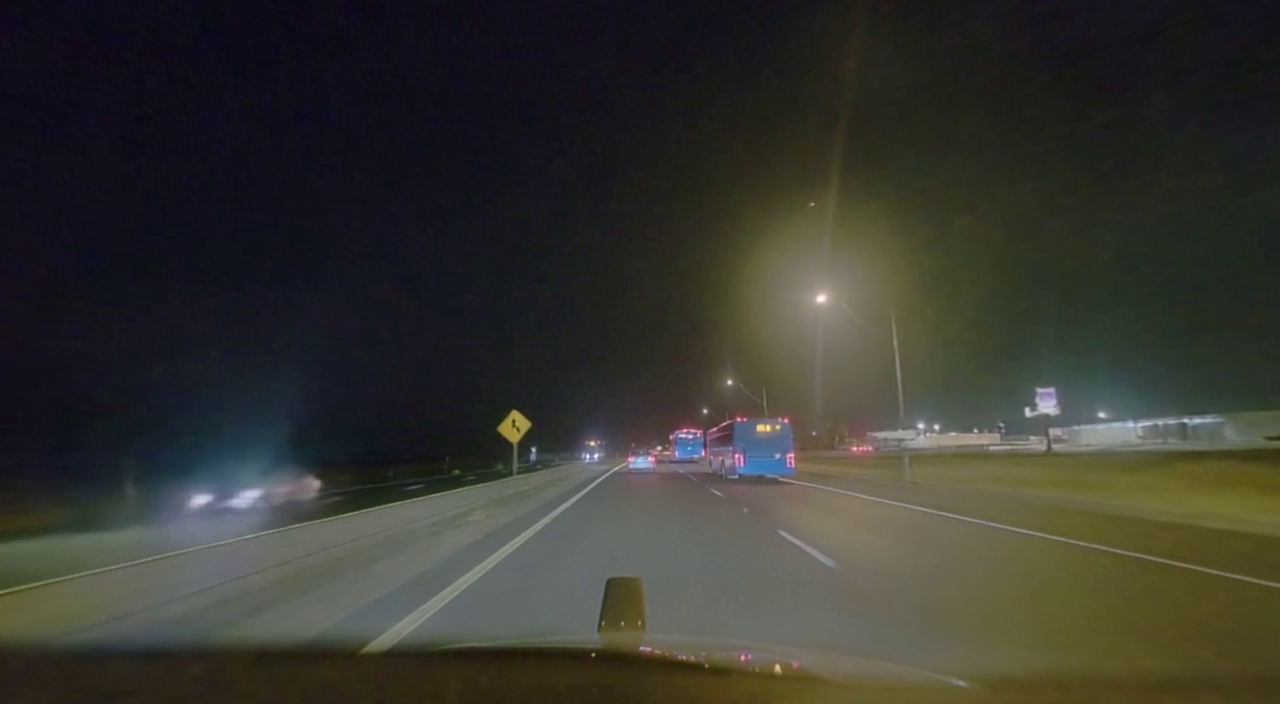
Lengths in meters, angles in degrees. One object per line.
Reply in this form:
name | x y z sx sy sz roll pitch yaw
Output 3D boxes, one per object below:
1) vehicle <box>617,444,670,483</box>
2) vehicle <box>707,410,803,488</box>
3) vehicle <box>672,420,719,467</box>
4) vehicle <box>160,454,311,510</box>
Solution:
vehicle | 0.108 4.485 25.527 2.004 1.449 3.817 0 -9 -1
vehicle | 4.165 3.704 24.085 2.440 2.555 5.957 0 -9 -1
vehicle | 4.217 7.245 49.679 2.883 3.358 7.942 0 -9 -1
vehicle | -12.518 4.017 19.898 2.025 1.546 4.069 0 -9 0
